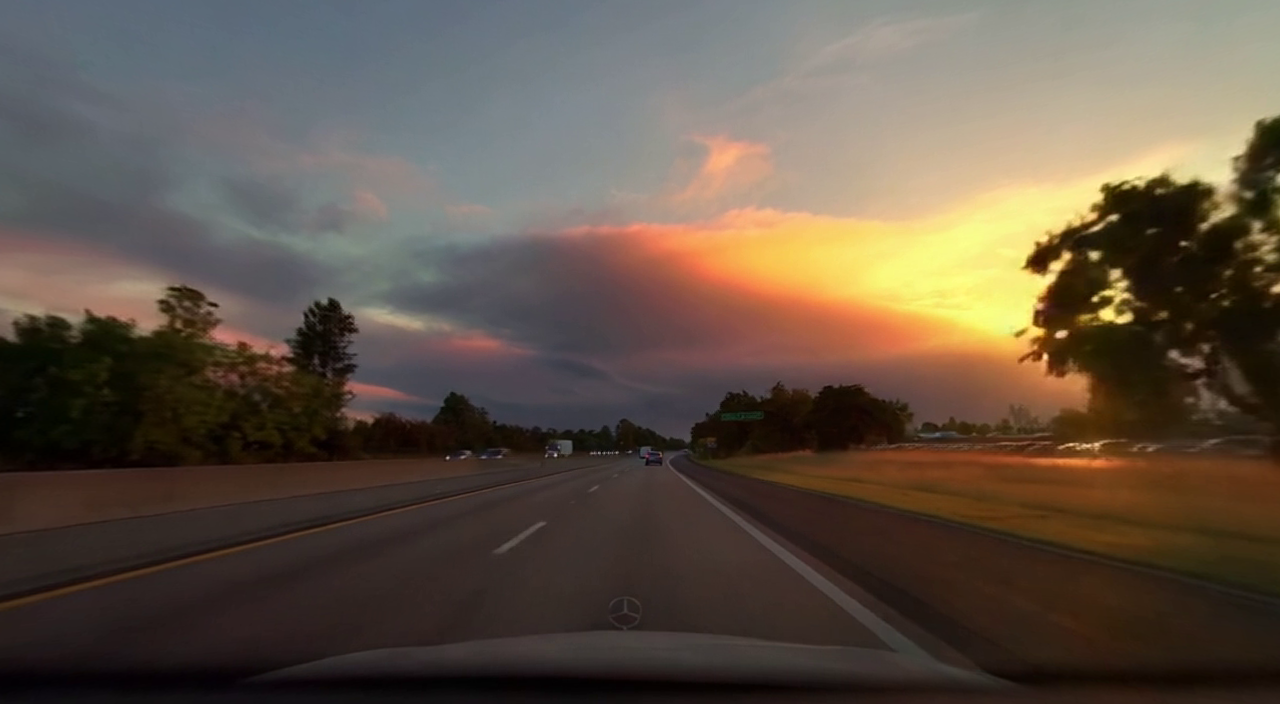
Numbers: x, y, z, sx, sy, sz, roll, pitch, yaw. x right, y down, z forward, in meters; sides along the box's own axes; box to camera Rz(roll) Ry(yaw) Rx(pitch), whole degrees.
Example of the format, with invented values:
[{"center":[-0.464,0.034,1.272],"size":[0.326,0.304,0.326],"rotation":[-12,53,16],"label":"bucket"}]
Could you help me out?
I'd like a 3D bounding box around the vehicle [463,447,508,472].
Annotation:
[{"center":[-11.982,8.369,49.275],"size":[2.059,1.763,5.143],"rotation":[-1,-9,2],"label":"vehicle"}]
